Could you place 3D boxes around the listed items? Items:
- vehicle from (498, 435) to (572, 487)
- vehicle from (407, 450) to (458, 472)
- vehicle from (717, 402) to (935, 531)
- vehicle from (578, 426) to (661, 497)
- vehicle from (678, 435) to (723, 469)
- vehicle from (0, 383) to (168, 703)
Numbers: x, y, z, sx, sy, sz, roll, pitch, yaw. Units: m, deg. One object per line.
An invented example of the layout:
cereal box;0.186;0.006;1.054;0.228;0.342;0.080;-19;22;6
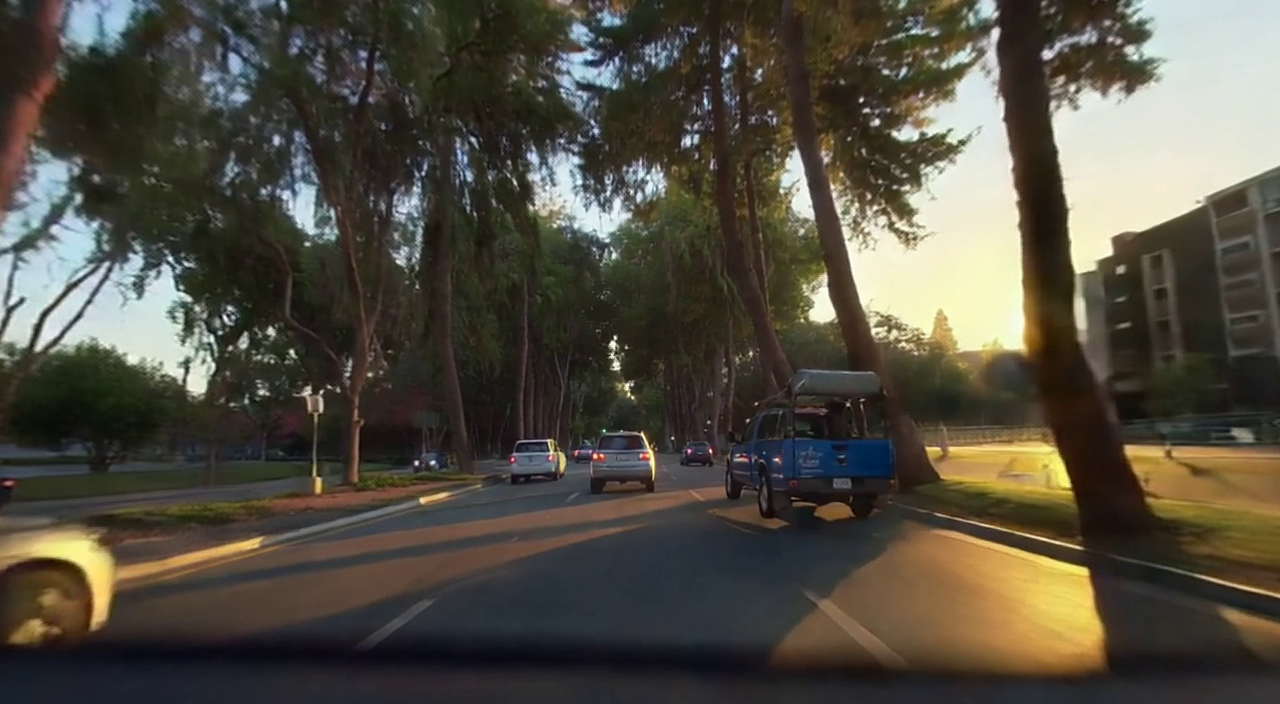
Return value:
vehicle;-3.611;3.806;22.316;1.894;1.642;3.861;0;-8;1
vehicle;-14.805;7.762;45.232;2.001;1.441;4.488;0;-8;1
vehicle;3.347;2.278;13.193;2.655;2.054;6.098;0;-8;0
vehicle;-0.473;3.055;17.896;2.075;1.770;4.018;0;-8;1
vehicle;3.582;6.046;38.226;2.183;1.948;4.633;0;-8;-2
vehicle;-3.971;0.755;1.558;1.959;1.614;4.676;0;-8;0
